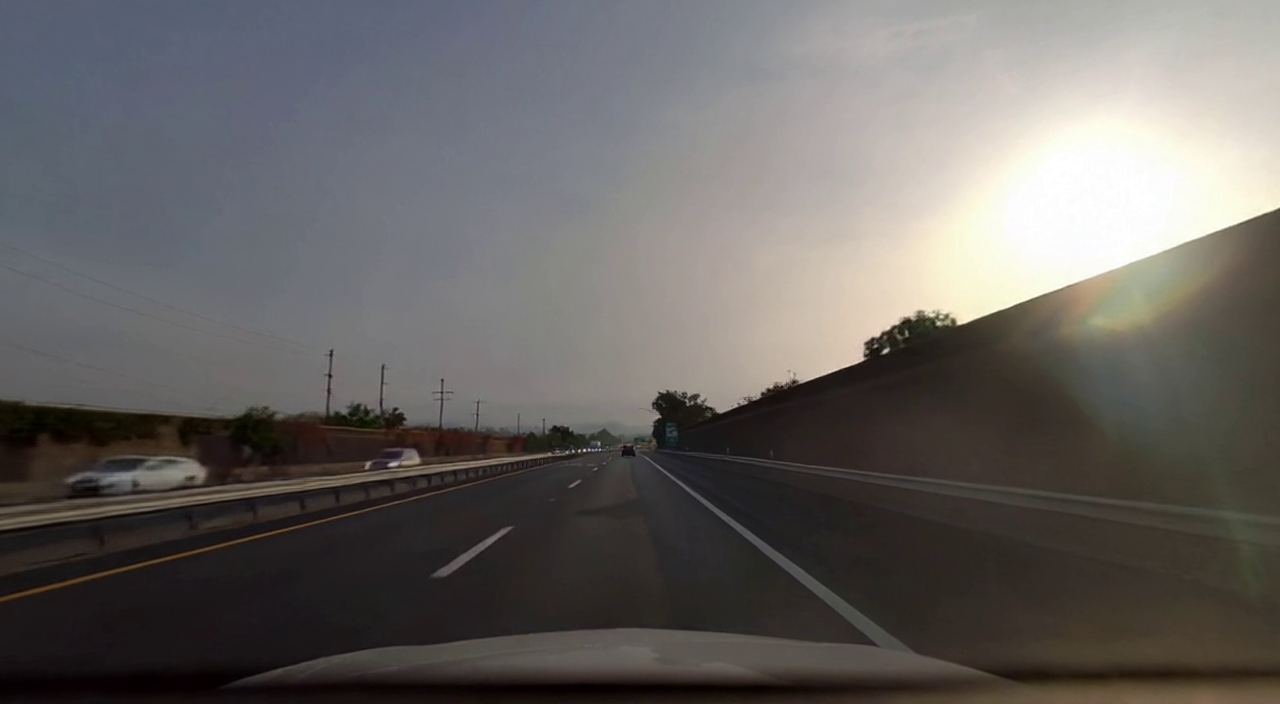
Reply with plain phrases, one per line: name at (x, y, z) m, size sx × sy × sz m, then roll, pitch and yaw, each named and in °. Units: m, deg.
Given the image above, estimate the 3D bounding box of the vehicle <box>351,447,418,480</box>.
vehicle at (-12.959, 5.659, 32.032) m, size 1.882 × 1.550 × 4.112 m, roll 0°, pitch -9°, yaw -4°

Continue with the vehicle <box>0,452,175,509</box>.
vehicle at (-17.474, 4.028, 20.150) m, size 1.888 × 1.579 × 4.230 m, roll 0°, pitch -9°, yaw -3°
